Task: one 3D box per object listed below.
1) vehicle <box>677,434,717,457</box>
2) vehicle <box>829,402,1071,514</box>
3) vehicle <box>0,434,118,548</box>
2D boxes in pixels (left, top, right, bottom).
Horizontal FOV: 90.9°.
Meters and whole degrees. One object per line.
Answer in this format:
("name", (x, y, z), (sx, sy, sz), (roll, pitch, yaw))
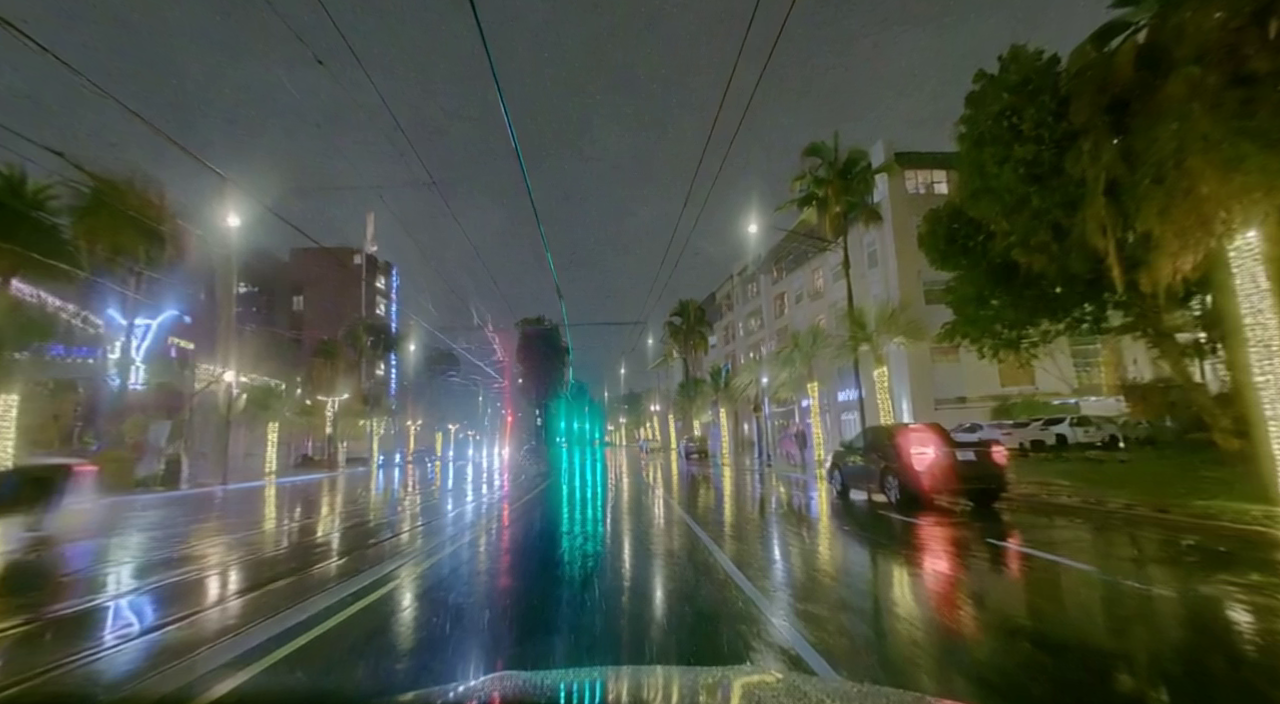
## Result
("vehicle", (4.426, 7.366, 49.616), (1.995, 1.677, 4.863), (1, -9, -9))
("vehicle", (5.492, 1.995, 12.190), (2.114, 1.691, 5.075), (0, -8, 0))
("vehicle", (-10.160, 2.002, 9.026), (1.804, 1.620, 4.170), (0, -8, -1))
